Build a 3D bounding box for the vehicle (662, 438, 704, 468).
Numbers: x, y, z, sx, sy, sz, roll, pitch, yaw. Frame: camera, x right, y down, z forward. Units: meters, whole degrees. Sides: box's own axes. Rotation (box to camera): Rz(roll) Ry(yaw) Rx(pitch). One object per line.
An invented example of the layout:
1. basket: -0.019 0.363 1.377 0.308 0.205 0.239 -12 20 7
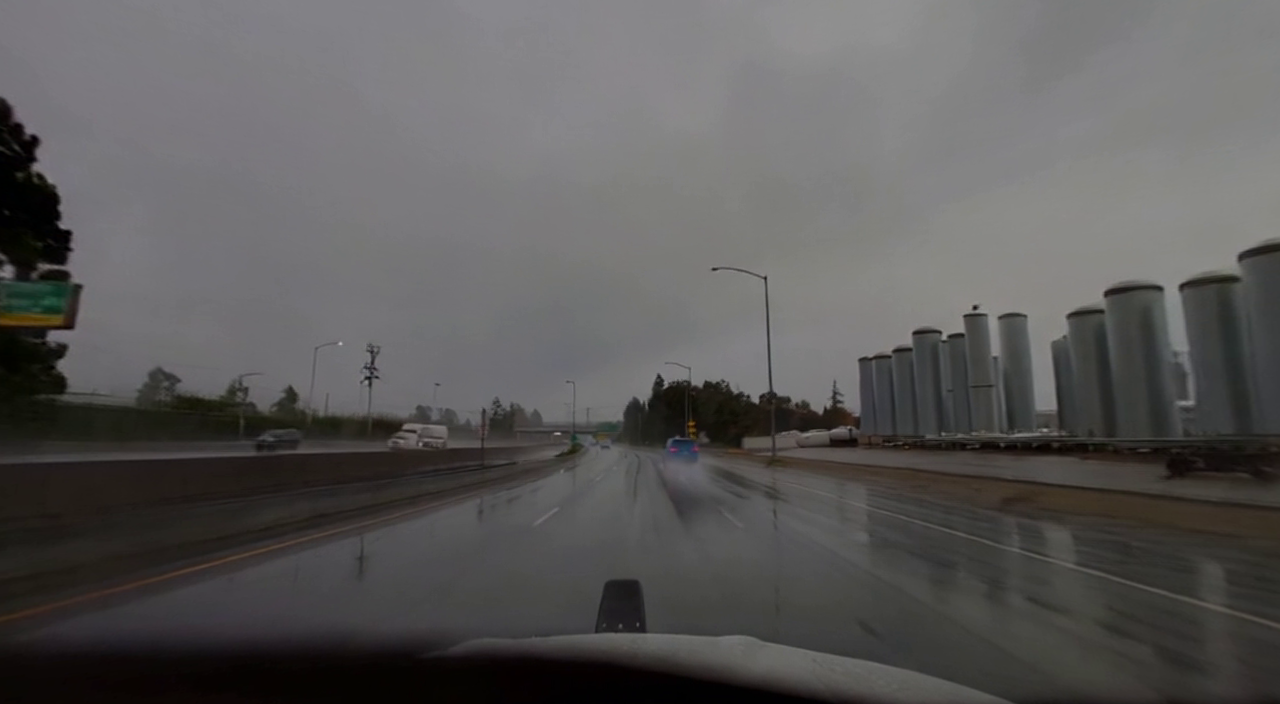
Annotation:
1. vehicle: 2.694 6.485 40.651 2.296 1.790 5.067 0 -9 -1
